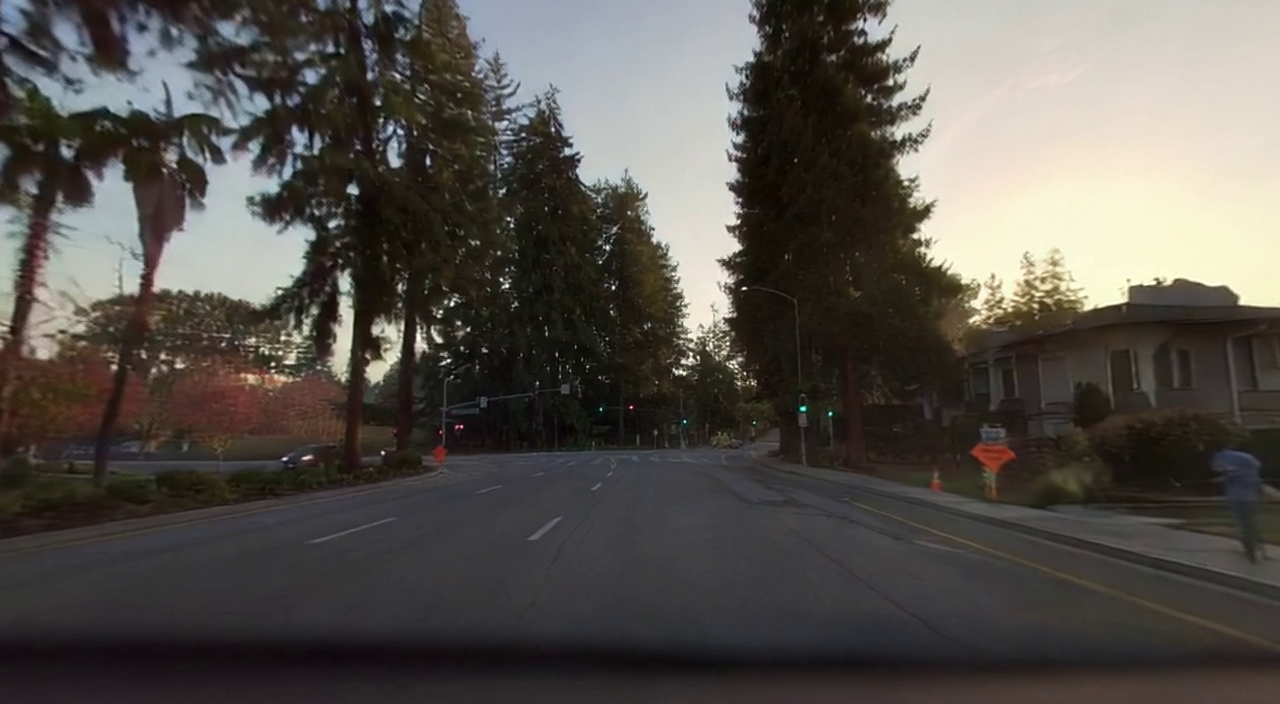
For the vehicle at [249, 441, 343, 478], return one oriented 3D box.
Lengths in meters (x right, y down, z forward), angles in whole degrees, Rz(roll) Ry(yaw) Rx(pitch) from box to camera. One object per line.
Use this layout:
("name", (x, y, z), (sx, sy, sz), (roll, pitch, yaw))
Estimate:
("vehicle", (-17.045, 5.346, 31.529), (2.006, 1.694, 4.351), (-1, -8, 4))
